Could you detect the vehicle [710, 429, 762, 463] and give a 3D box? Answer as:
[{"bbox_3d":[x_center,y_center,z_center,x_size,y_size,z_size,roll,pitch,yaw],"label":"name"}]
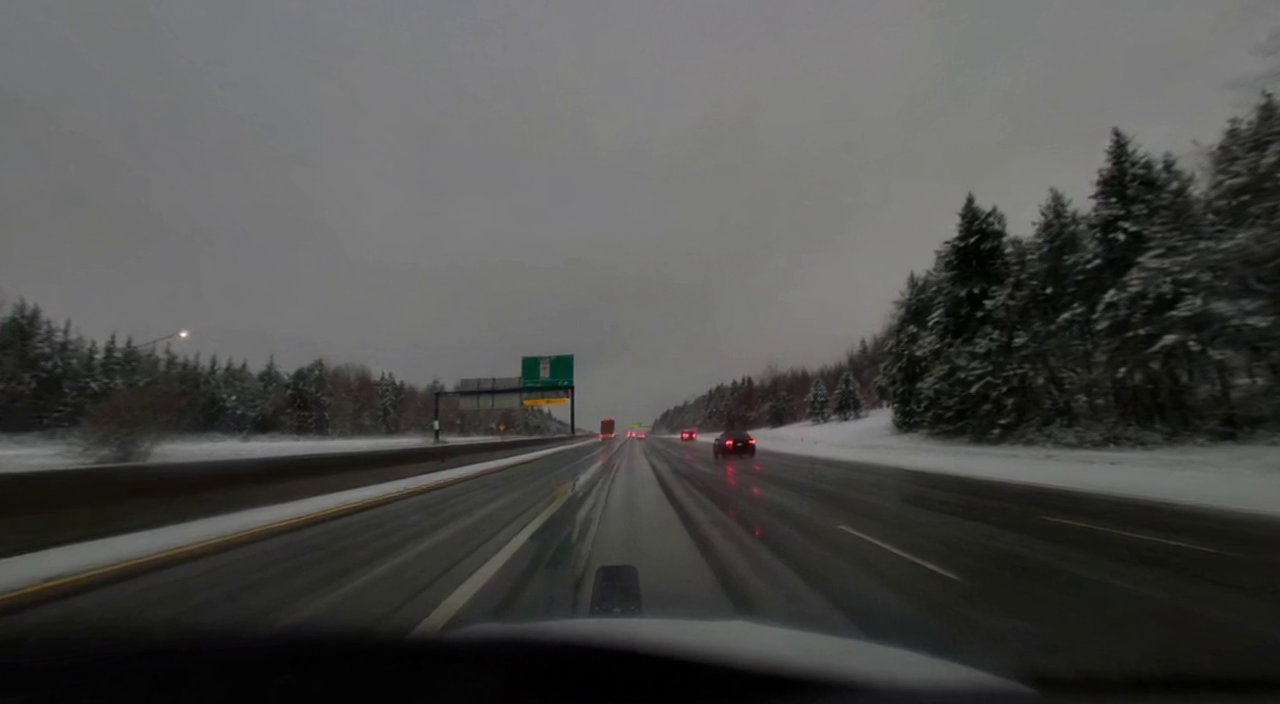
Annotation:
[{"bbox_3d":[4.613,4.560,30.710,1.802,1.492,3.804,0,-8,-2],"label":"vehicle"}]
